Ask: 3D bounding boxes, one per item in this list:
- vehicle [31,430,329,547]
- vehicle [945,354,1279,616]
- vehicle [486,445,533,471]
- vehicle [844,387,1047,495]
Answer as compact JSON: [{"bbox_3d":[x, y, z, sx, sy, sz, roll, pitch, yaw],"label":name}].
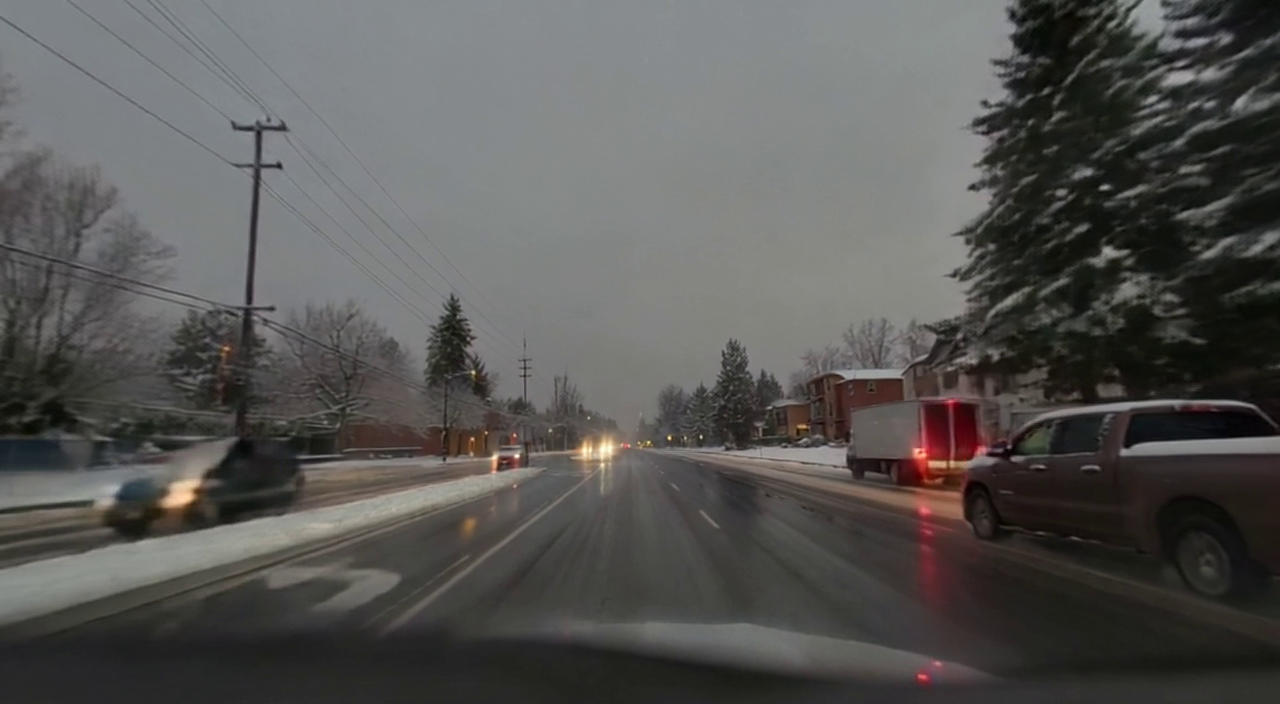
[{"bbox_3d":[-8.479,2.519,12.451,2.189,1.816,4.819,0,-9,0],"label":"vehicle"},{"bbox_3d":[6.066,1.307,6.788,2.493,1.956,6.125,0,-9,0],"label":"vehicle"},{"bbox_3d":[-8.673,7.085,42.362,2.140,1.609,4.460,0,-9,1],"label":"vehicle"},{"bbox_3d":[10.133,3.153,22.357,2.842,2.993,8.104,-3,-8,-2],"label":"vehicle"}]
